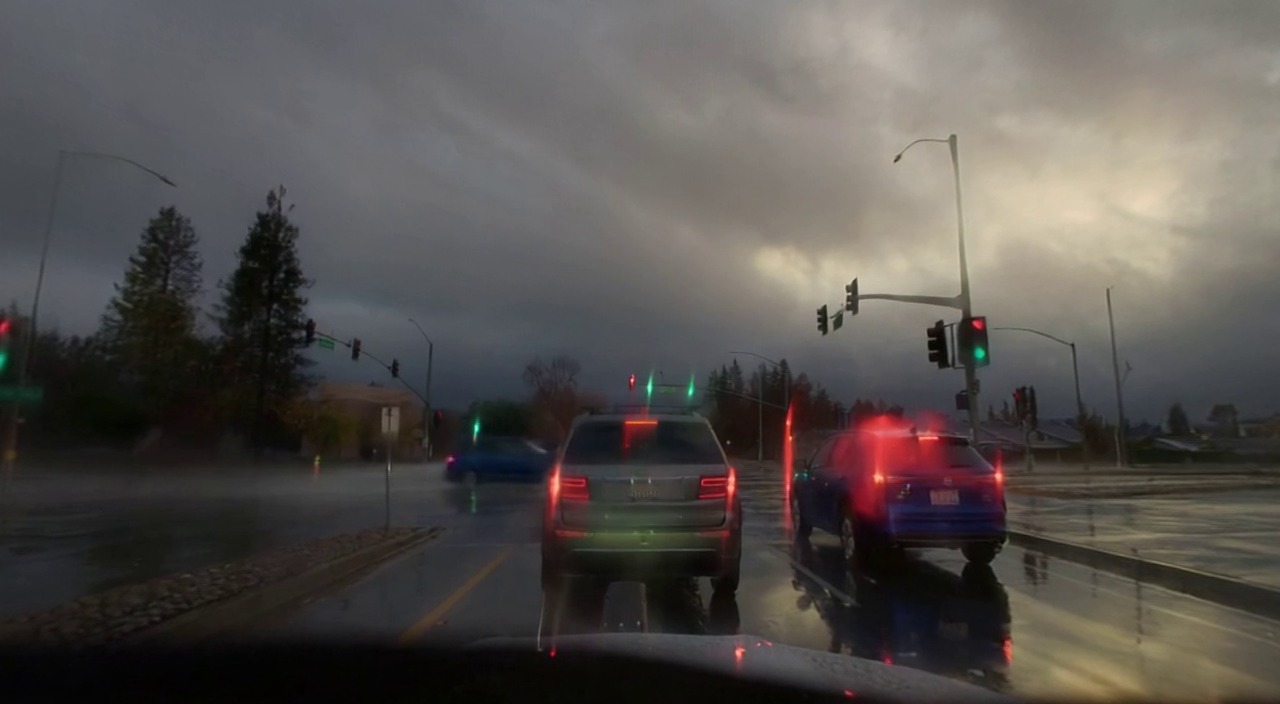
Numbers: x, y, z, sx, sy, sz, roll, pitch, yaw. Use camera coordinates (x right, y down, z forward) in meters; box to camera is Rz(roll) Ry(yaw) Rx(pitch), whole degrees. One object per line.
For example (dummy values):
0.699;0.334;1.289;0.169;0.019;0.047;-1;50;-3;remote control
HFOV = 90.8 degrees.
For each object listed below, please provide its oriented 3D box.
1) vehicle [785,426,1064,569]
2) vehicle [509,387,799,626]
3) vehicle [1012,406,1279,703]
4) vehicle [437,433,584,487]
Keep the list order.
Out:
3.522;1.860;8.879;1.861;1.495;4.215;0;-8;-1;vehicle
0.100;1.494;7.072;2.170;1.793;4.468;0;-8;0;vehicle
3.150;0.816;1.437;1.924;1.466;4.461;0;-8;1;vehicle
-4.388;3.750;22.071;4.687;1.791;2.044;0;-8;0;vehicle
